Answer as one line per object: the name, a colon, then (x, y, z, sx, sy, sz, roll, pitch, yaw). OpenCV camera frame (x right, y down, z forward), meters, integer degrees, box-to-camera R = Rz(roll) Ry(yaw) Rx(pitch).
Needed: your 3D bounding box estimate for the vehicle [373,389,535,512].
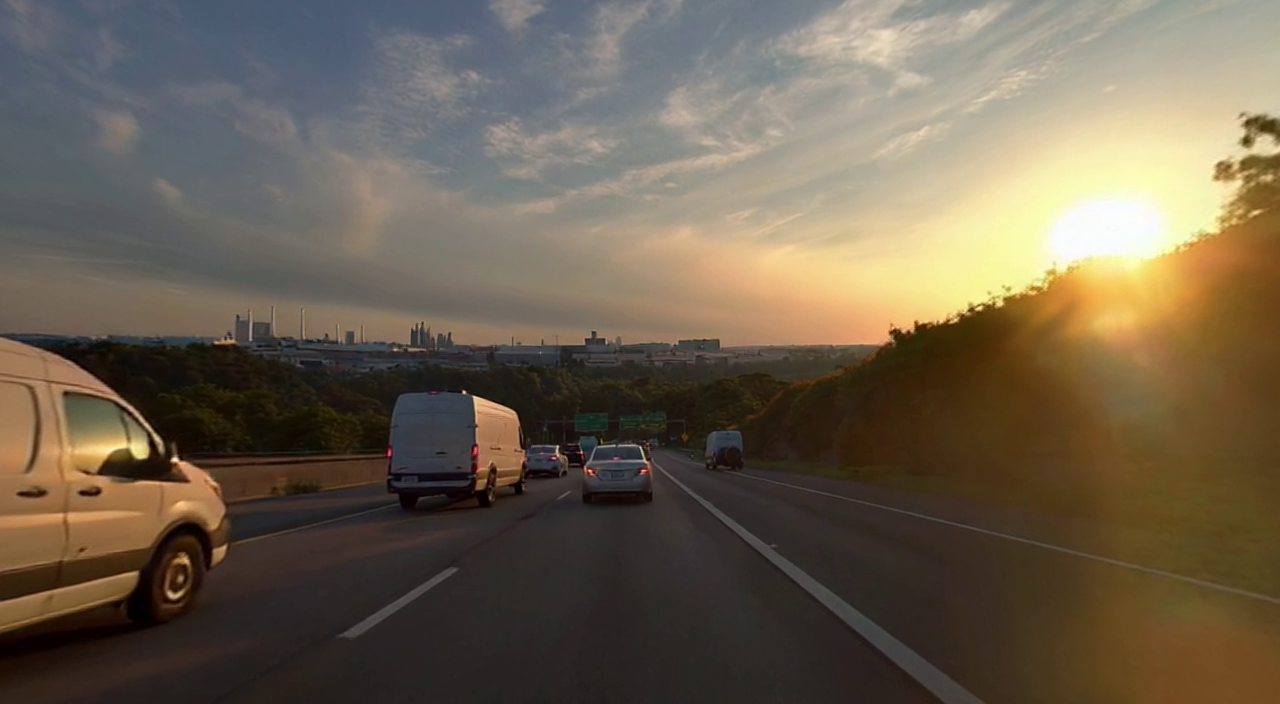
vehicle: (-4.567, 2.630, 16.996, 2.248, 2.626, 6.837, 0, -9, 0)

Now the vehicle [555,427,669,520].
vehicle: (-0.513, 2.554, 13.607, 2.093, 1.695, 3.782, 0, -9, 0)

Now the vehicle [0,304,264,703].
vehicle: (-4.001, 0.661, 2.281, 2.253, 1.892, 4.823, 0, -9, 0)

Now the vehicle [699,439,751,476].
vehicle: (4.229, 5.318, 31.914, 2.003, 1.754, 4.134, 0, -9, 0)
